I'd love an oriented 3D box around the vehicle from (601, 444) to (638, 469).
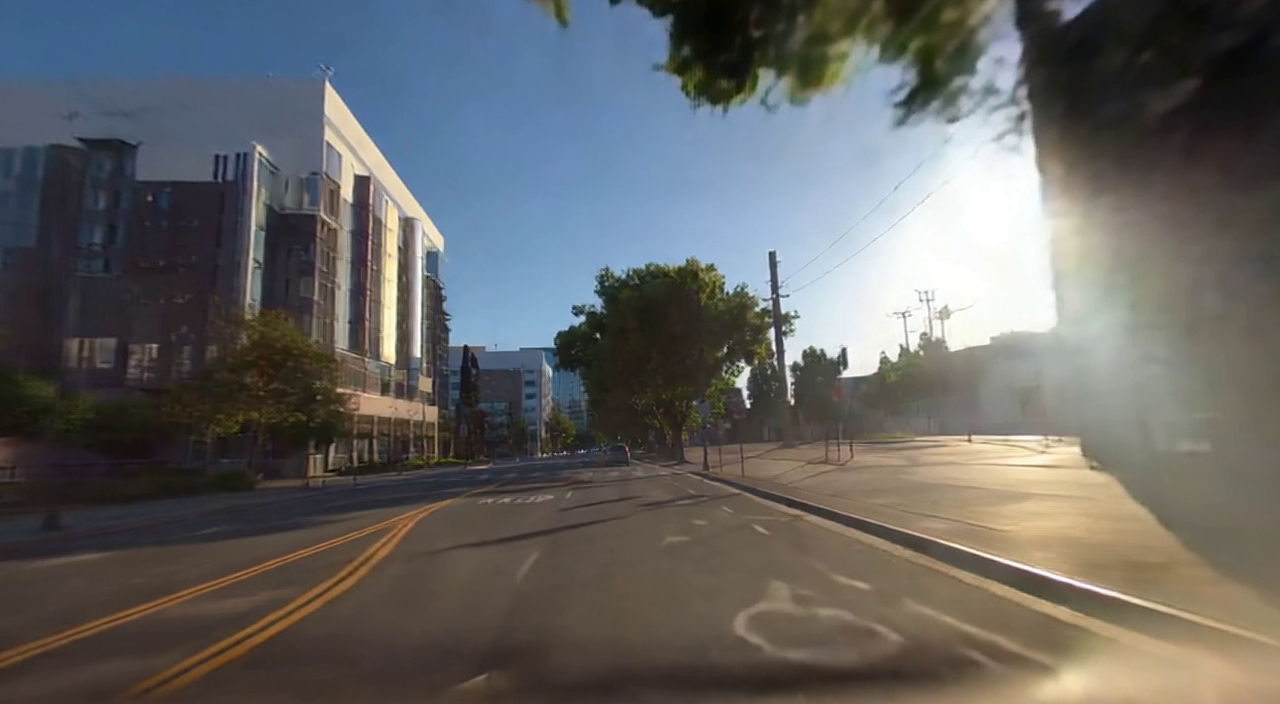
[{"bbox_3d":[-1.312,6.375,38.723,2.131,1.474,4.146,0,-8,-3],"label":"vehicle"}]
